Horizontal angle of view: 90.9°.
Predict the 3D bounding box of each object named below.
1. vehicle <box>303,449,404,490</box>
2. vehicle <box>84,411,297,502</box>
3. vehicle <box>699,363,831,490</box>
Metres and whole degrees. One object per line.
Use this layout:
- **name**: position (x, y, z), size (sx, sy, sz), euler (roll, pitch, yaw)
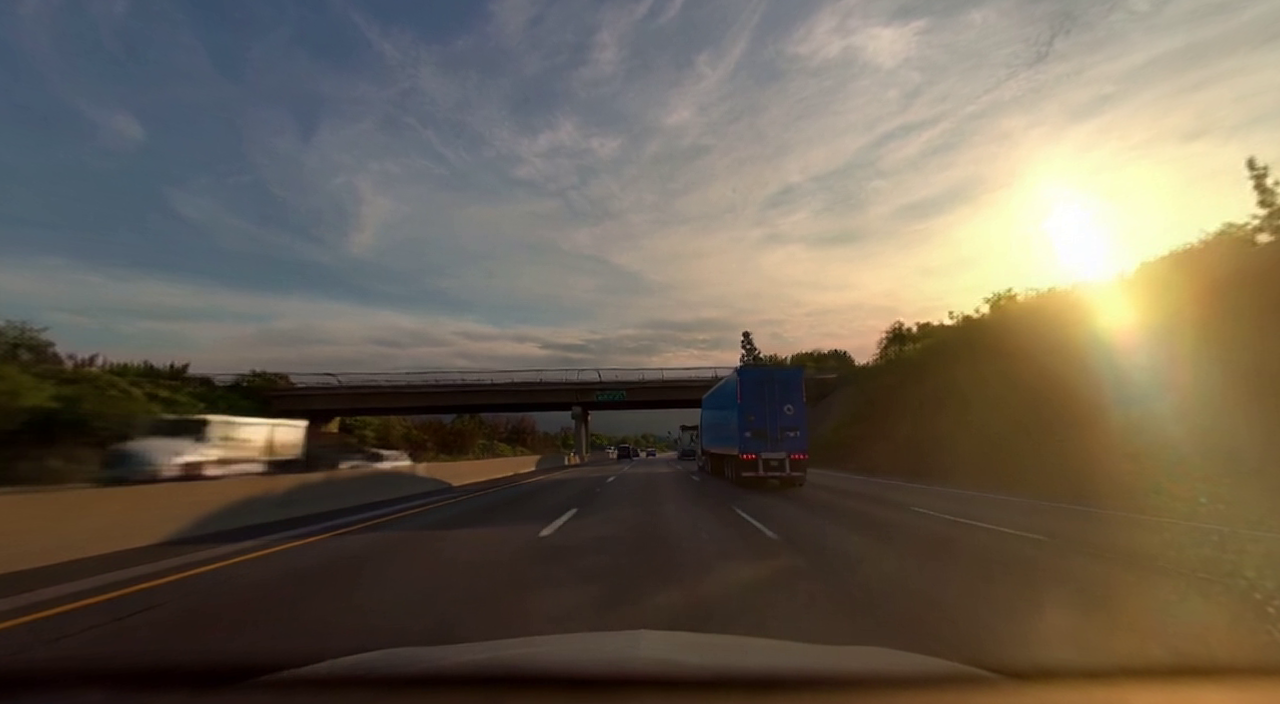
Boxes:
- **vehicle**: position (-11.028, 4.532, 24.614), size (1.936, 1.444, 4.138), euler (0, -9, 1)
- **vehicle**: position (-14.301, 3.402, 20.814), size (2.326, 2.525, 6.173), euler (0, -9, 1)
- **vehicle**: position (4.643, 3.438, 27.248), size (2.825, 4.054, 14.210), euler (0, -9, 0)
